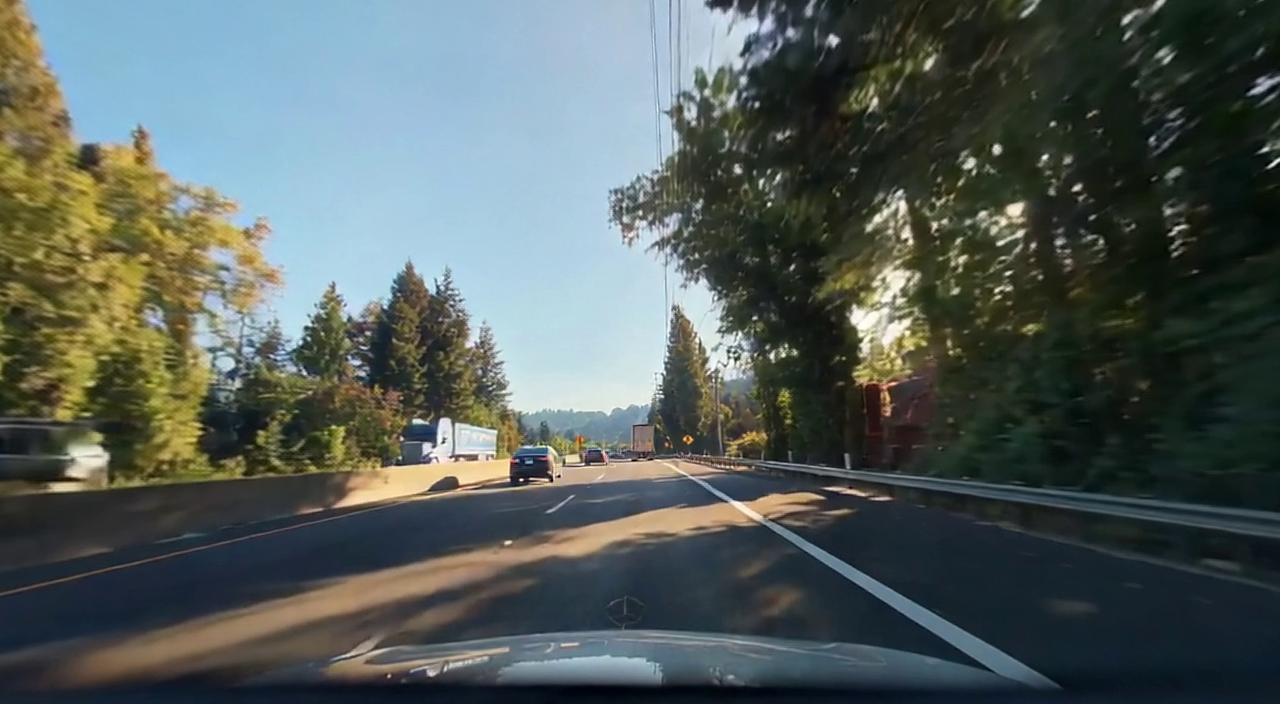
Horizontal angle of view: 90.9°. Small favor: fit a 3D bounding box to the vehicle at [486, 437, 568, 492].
[{"bbox_3d":[-3.874,3.942,22.404,2.111,1.735,4.066,0,-9,1],"label":"vehicle"}]
